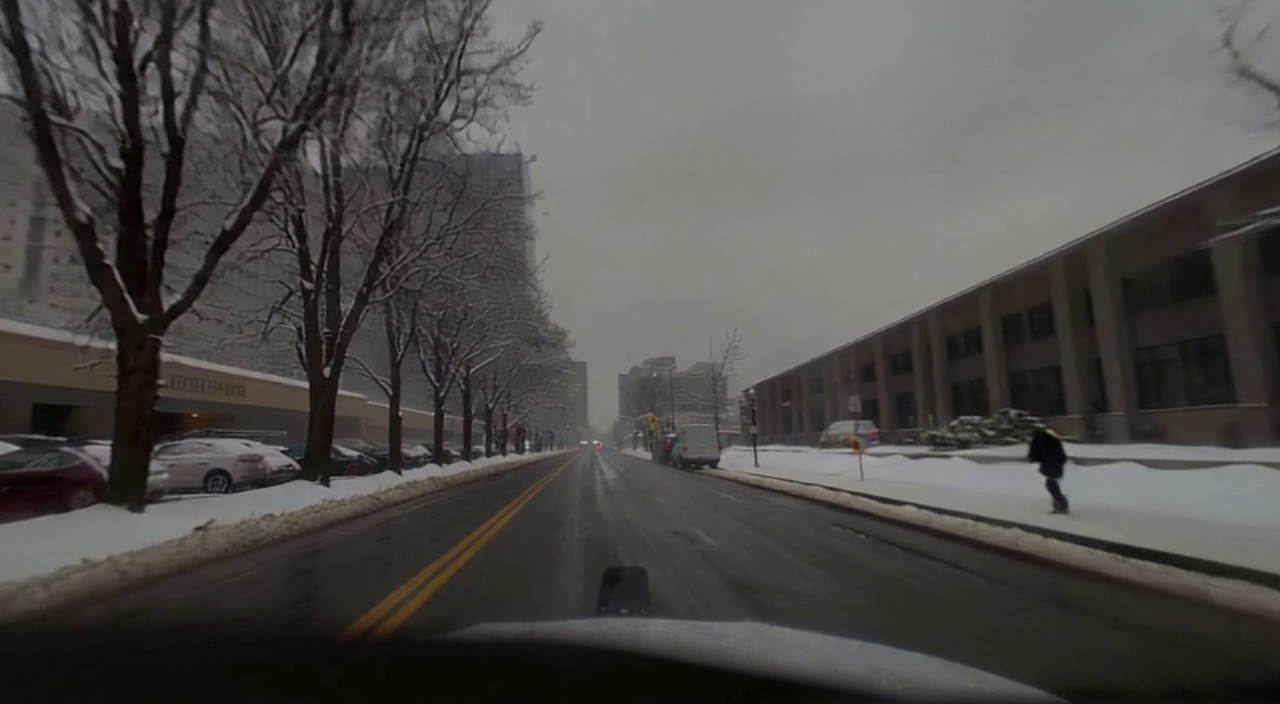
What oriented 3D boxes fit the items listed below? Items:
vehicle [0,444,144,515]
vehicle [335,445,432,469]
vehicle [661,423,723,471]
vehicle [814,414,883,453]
[{"bbox_3d":[-14.452,2.828,14.254,4.625,1.477,2.054,0,-8,-3],"label":"vehicle"},{"bbox_3d":[-16.421,6.740,40.611,5.269,1.491,2.133,0,-8,-3],"label":"vehicle"},{"bbox_3d":[2.882,5.565,37.066,2.596,2.509,6.178,1,-8,-5],"label":"vehicle"},{"bbox_3d":[15.257,6.097,46.648,2.341,2.648,6.024,1,-8,-7],"label":"vehicle"}]
